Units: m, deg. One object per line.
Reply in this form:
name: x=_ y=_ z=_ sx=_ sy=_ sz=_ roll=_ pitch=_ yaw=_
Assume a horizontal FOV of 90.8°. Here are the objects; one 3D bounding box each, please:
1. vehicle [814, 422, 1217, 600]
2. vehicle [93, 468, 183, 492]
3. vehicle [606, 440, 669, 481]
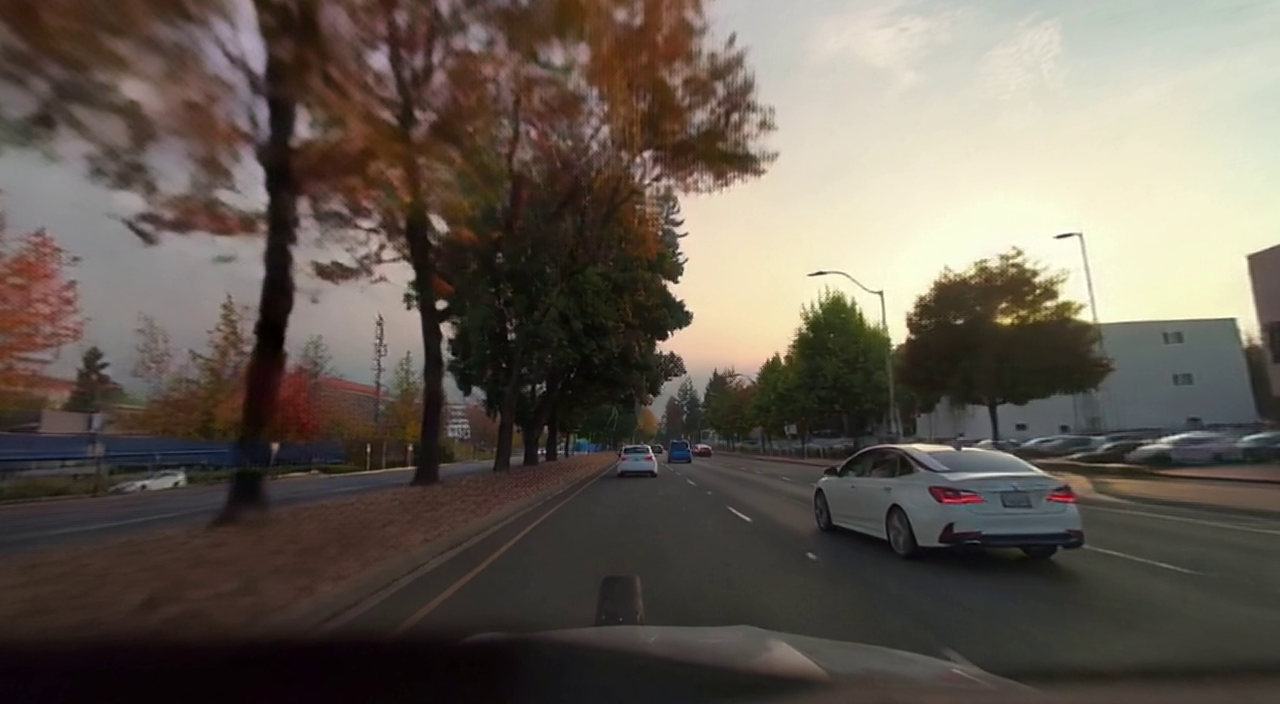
vehicle: x=3.773 y=1.660 z=7.543 sx=2.094 sy=1.480 sz=4.323 roll=0 pitch=-9 yaw=-1
vehicle: x=-33.775 y=8.588 z=42.569 sx=4.571 sy=1.480 sz=2.013 roll=-1 pitch=-9 yaw=8
vehicle: x=-0.143 y=4.281 z=25.148 sx=2.289 sy=1.471 sz=4.477 roll=0 pitch=-9 yaw=-2
